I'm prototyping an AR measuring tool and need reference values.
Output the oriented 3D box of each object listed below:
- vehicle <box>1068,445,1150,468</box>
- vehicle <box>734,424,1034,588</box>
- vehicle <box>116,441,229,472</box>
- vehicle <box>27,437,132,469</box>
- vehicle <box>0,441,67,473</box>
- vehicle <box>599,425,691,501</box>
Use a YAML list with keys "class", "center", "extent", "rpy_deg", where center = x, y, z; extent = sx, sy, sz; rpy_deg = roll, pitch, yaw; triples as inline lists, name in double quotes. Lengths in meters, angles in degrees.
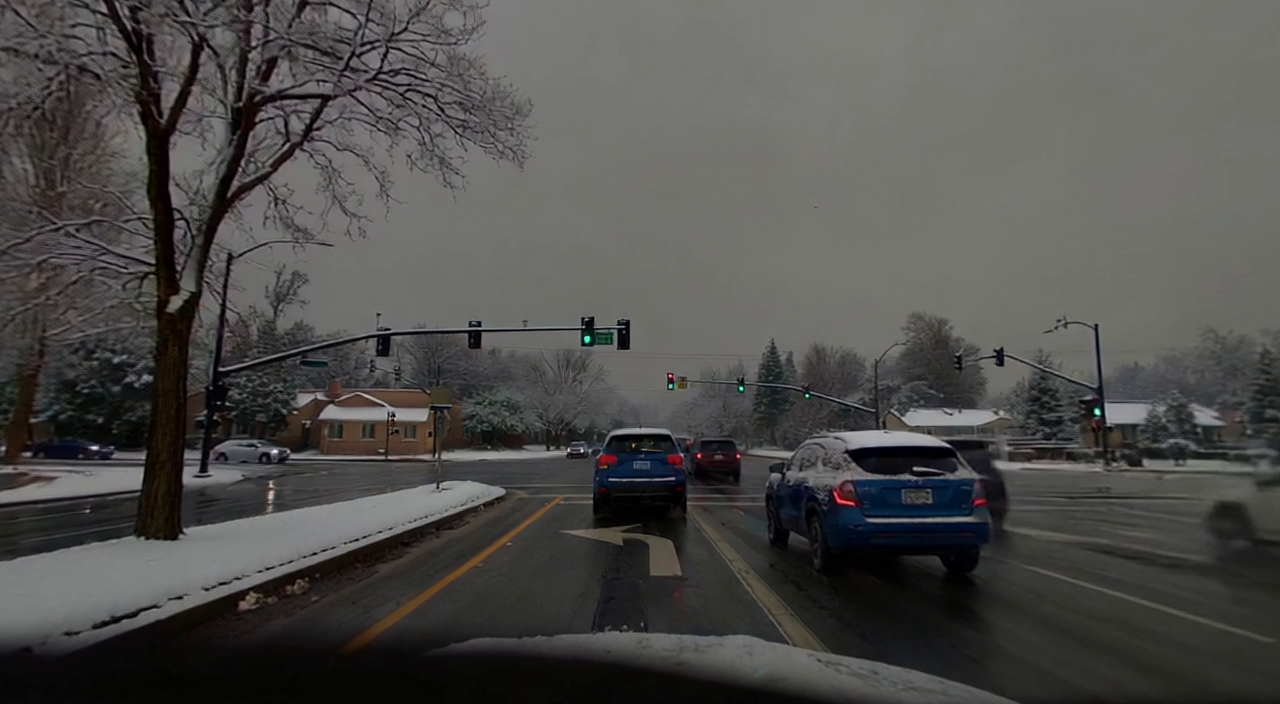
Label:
- class: "vehicle"
  center: [33.097, 7.362, 44.505]
  extent: [4.215, 1.618, 1.949]
  rpy_deg: [0, -8, -2]
- class: "vehicle"
  center: [2.568, 1.741, 8.038]
  extent: [2.009, 1.480, 4.423]
  rpy_deg: [0, -8, -1]
- class: "vehicle"
  center: [-26.346, 5.888, 35.634]
  extent: [4.724, 1.630, 1.968]
  rpy_deg: [0, -8, -3]
- class: "vehicle"
  center: [-36.856, 6.630, 41.531]
  extent: [4.771, 1.778, 2.032]
  rpy_deg: [3, -8, -3]
- class: "vehicle"
  center: [-35.038, 5.780, 34.937]
  extent: [4.465, 1.693, 1.959]
  rpy_deg: [2, -9, -1]
- class: "vehicle"
  center: [0.073, 2.837, 16.488]
  extent: [2.099, 1.705, 4.020]
  rpy_deg: [0, -8, -1]
